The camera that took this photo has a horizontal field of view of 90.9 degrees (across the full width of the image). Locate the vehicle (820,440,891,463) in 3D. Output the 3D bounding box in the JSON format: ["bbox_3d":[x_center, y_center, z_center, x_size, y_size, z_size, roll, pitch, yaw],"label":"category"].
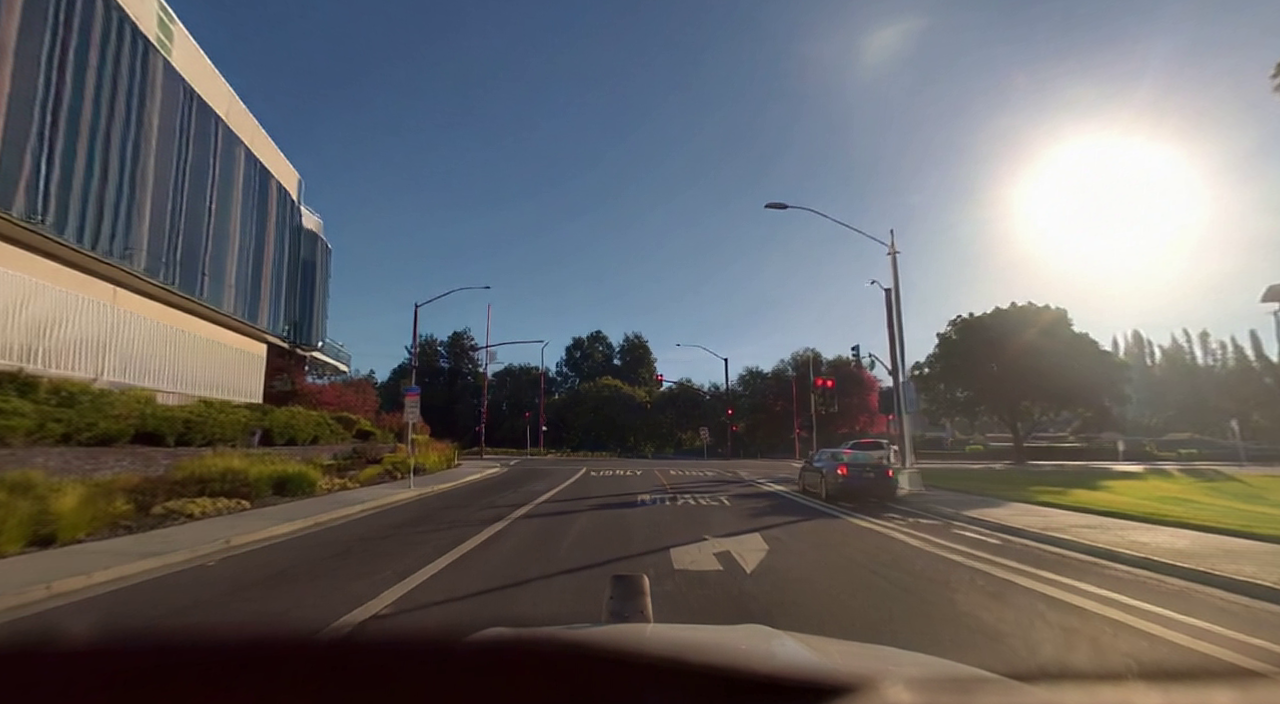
[{"bbox_3d":[16.496,7.615,48.419,4.715,1.671,2.030,0,-8,-1],"label":"vehicle"}]
